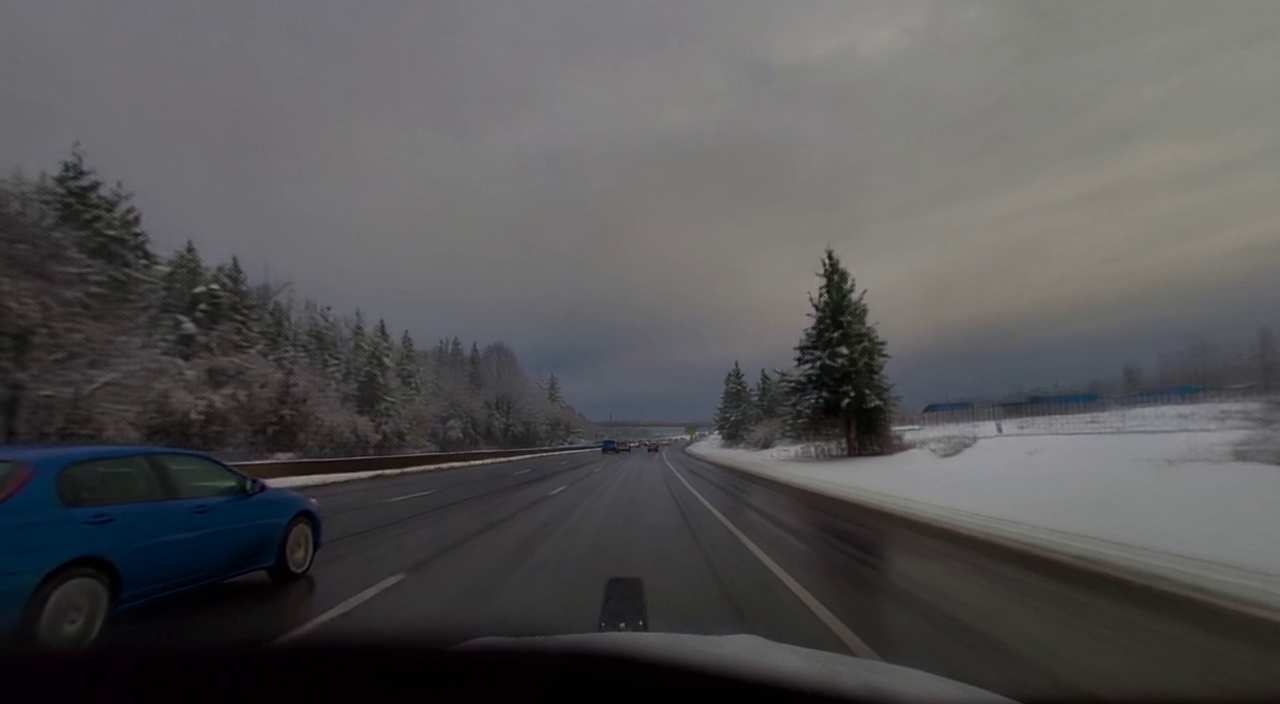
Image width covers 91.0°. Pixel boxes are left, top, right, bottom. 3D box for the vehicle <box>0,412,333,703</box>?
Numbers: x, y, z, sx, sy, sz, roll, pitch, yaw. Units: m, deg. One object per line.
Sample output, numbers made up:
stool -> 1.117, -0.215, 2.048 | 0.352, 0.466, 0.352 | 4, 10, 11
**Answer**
vehicle -> -4.154, 1.174, 4.075 | 1.996, 1.454, 4.495 | 0, -8, 1
